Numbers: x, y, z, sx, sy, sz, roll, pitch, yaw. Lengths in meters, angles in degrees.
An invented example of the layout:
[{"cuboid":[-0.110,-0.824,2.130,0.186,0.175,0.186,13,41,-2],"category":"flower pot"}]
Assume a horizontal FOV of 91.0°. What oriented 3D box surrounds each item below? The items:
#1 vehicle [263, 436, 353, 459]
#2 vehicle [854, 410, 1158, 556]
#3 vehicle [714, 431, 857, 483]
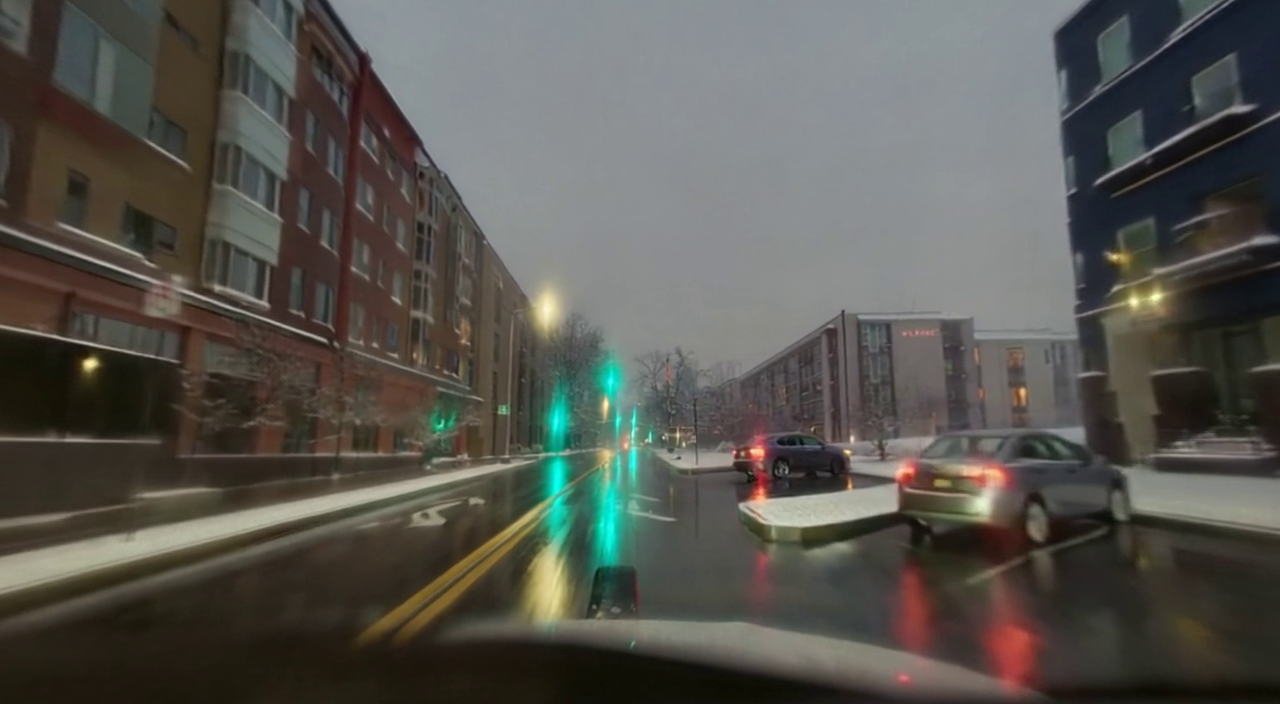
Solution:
[{"cuboid":[-19.564,5.648,37.416,2.660,1.211,4.739,-1,-8,2],"category":"vehicle"},{"cuboid":[4.969,1.622,8.487,3.844,1.524,1.847,4,-9,-32],"category":"vehicle"},{"cuboid":[4.645,3.314,20.170,4.033,1.514,1.974,3,-9,-25],"category":"vehicle"}]
